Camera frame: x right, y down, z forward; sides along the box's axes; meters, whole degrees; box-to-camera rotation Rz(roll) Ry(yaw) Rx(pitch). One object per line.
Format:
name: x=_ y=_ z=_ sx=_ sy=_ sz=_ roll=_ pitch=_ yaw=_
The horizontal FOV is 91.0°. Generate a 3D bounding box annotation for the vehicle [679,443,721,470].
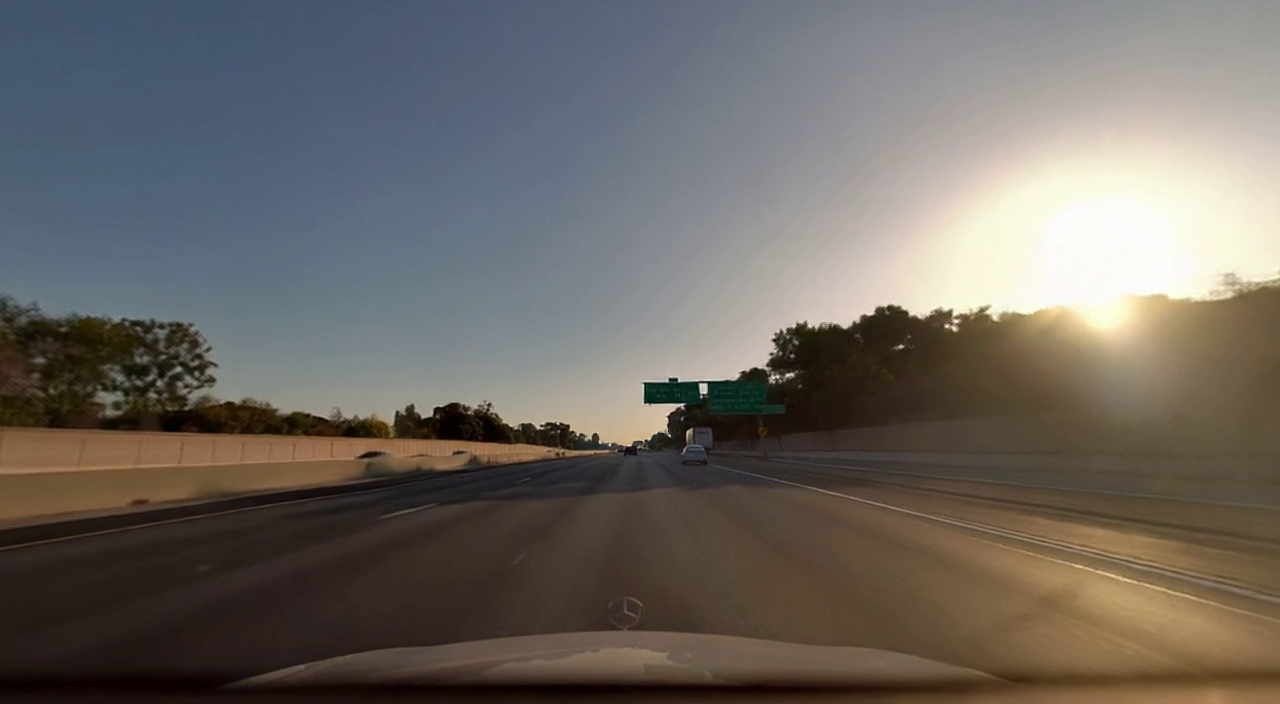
vehicle: x=3.532 y=6.249 z=37.700 sx=2.033 sy=1.501 sz=4.398 roll=0 pitch=-9 yaw=-1
